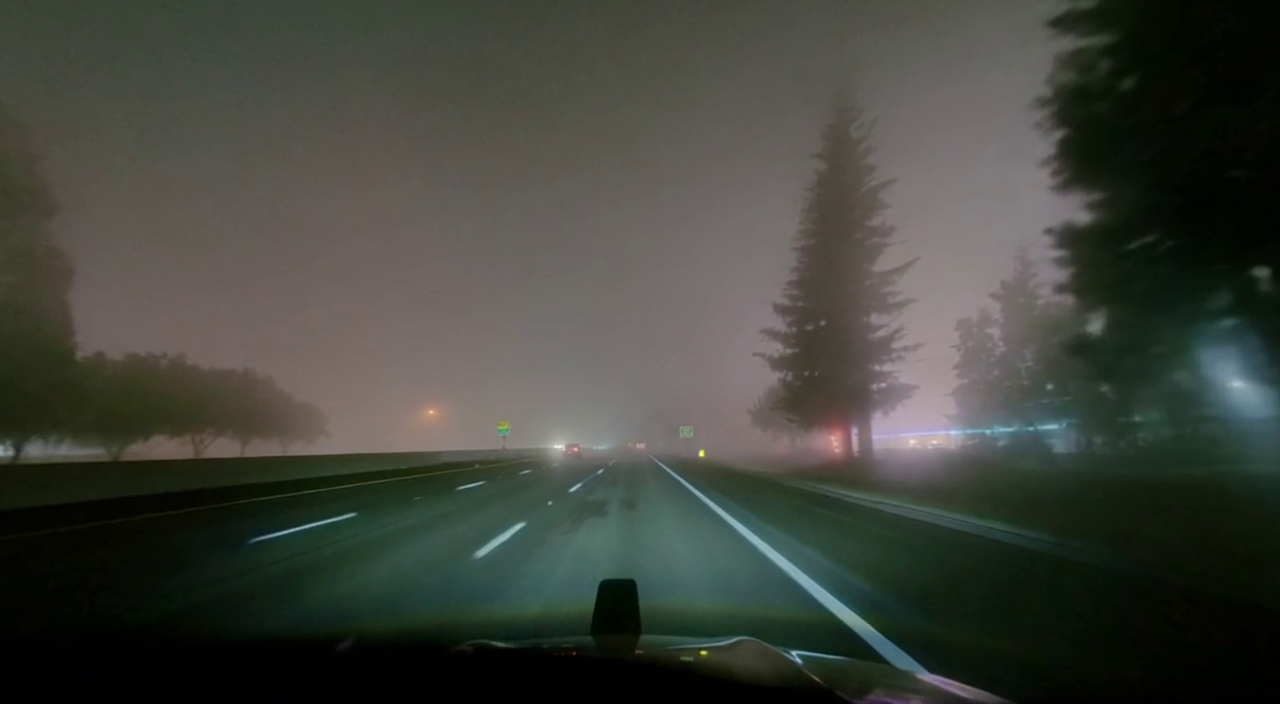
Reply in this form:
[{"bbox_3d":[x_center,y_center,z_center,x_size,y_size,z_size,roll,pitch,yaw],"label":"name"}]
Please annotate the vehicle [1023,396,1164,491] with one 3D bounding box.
[{"bbox_3d":[14.821,3.005,20.865,2.312,2.875,2.697,0,-8,-6],"label":"vehicle"}]
